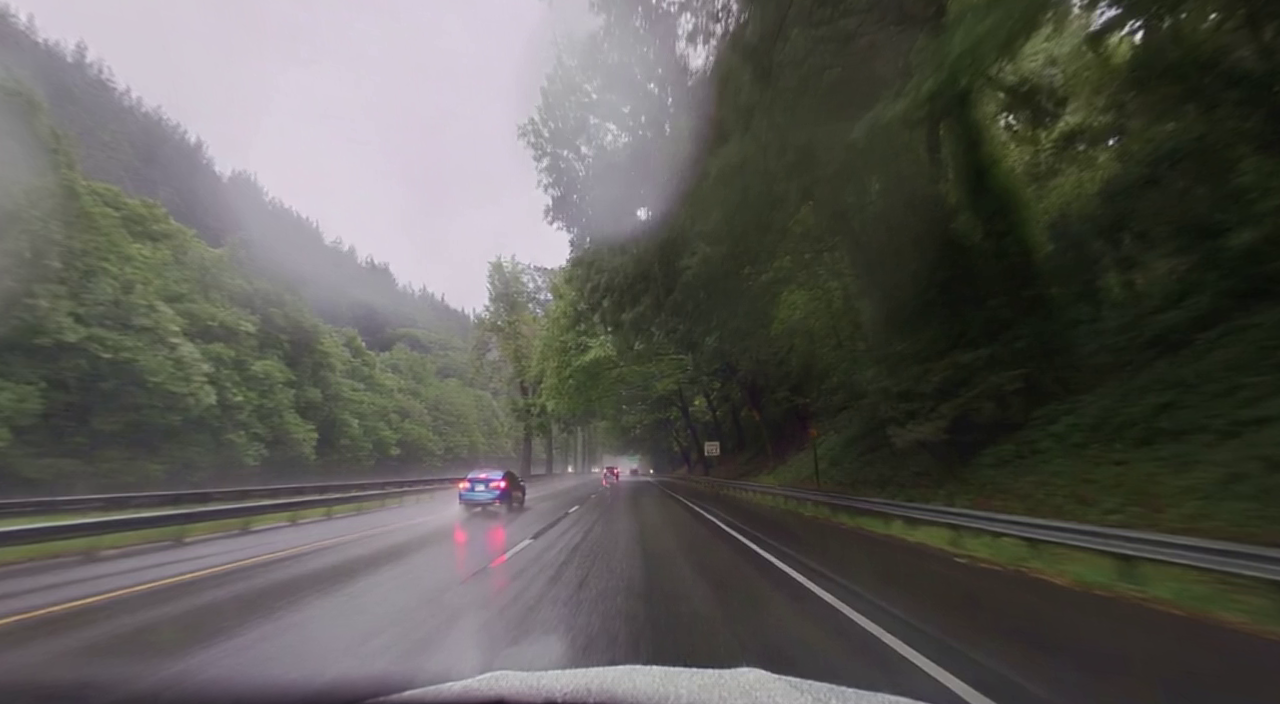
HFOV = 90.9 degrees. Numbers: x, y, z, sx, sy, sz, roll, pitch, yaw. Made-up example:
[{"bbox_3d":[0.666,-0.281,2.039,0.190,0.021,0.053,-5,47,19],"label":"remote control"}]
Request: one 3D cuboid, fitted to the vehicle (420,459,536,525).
[{"bbox_3d":[-4.135,3.662,16.819,1.954,1.509,4.094,0,-10,1],"label":"vehicle"}]
